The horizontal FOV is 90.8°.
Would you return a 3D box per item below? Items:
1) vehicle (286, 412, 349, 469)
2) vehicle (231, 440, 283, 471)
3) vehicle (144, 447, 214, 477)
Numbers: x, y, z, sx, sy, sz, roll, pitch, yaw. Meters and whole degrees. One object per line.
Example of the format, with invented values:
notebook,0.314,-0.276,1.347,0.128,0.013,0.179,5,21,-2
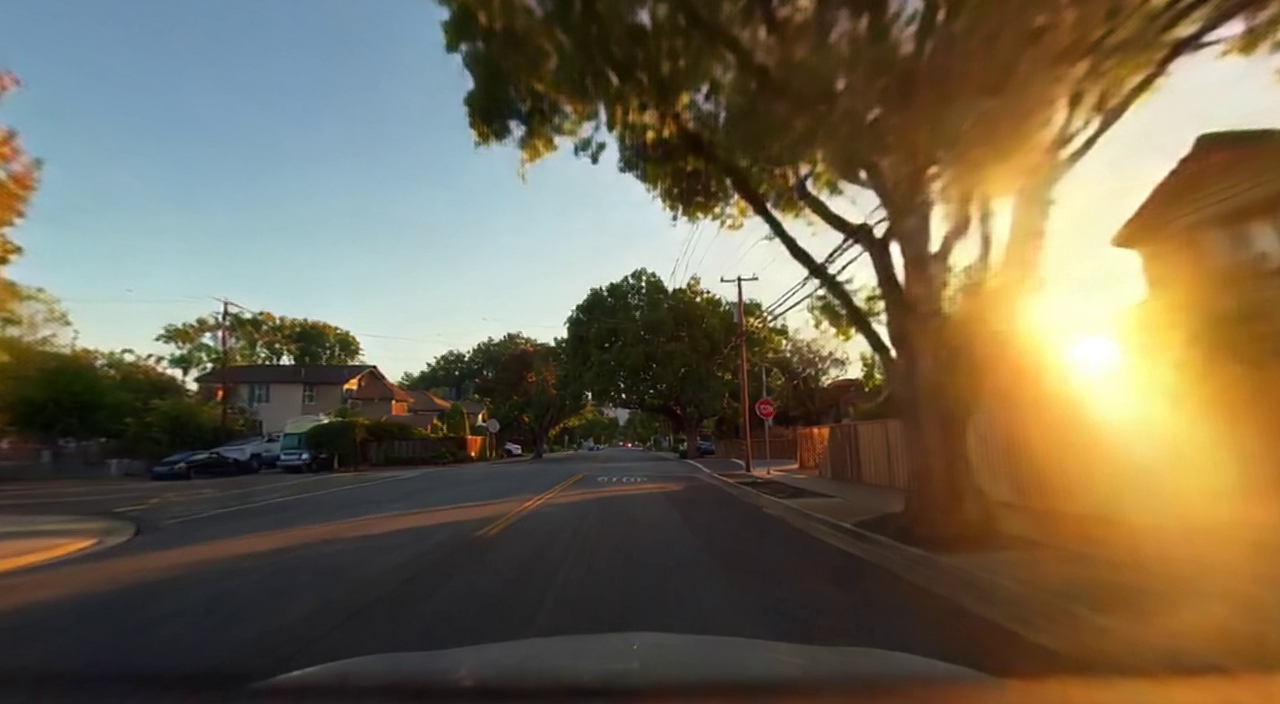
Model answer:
vehicle,-20.331,5.835,40.282,2.842,3.181,8.576,4,-11,-23
vehicle,-23.844,6.415,39.502,2.083,1.802,4.455,4,-9,-24
vehicle,-24.202,5.730,33.339,1.955,1.448,4.542,4,-9,-23
